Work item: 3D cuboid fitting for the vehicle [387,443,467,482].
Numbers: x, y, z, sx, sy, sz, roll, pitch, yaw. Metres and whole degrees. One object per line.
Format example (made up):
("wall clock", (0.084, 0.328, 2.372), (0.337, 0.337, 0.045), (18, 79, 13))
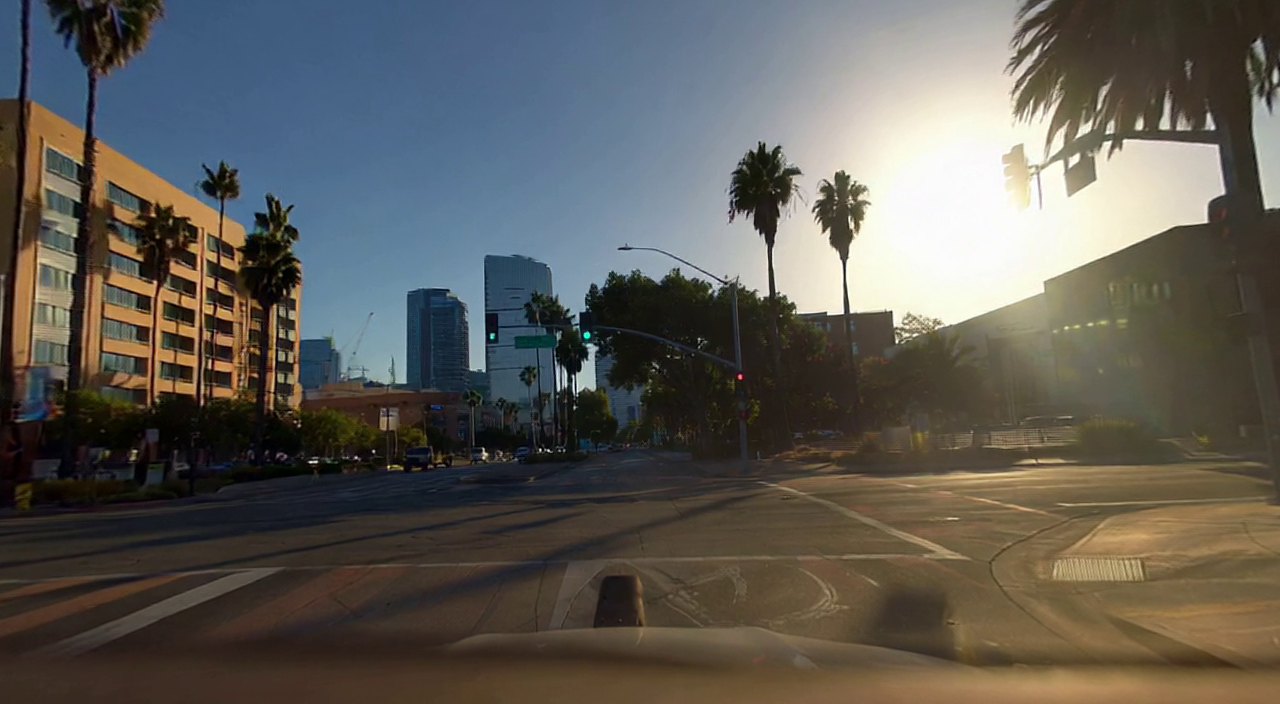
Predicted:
("vehicle", (-10.737, 5.594, 32.195), (2.270, 1.833, 4.860), (0, -9, 1))
